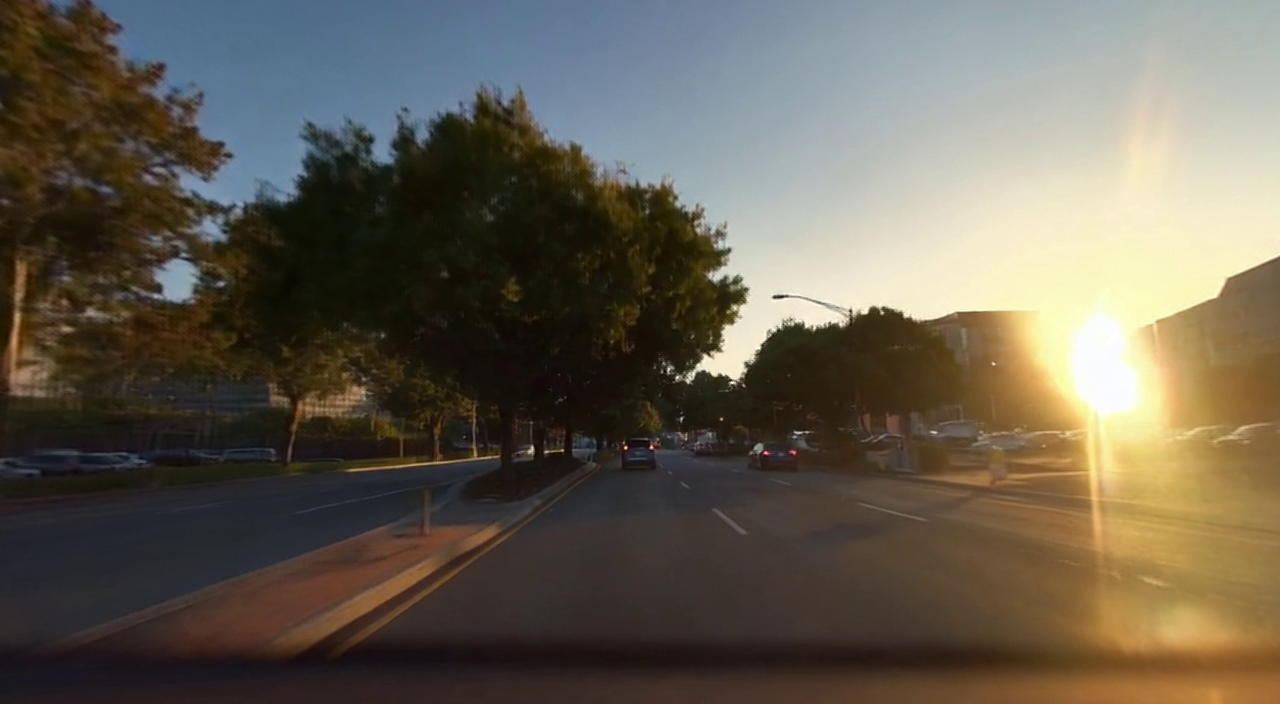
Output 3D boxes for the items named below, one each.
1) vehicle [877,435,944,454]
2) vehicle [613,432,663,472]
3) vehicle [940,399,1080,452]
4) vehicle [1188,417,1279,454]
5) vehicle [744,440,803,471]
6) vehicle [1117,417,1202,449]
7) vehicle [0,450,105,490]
[{"bbox_3d":[20.938,7.147,49.003,4.249,1.420,2.039,0,-8,-1],"label":"vehicle"},{"bbox_3d":[-0.160,4.875,30.870,2.227,1.794,4.457,0,-8,-2],"label":"vehicle"},{"bbox_3d":[23.977,4.812,41.202,7.258,3.283,2.680,0,-8,0],"label":"vehicle"},{"bbox_3d":[30.031,4.149,31.215,2.138,1.531,4.436,-3,-11,6],"label":"vehicle"},{"bbox_3d":[7.004,5.477,33.652,2.029,1.548,4.422,0,-8,-2],"label":"vehicle"},{"bbox_3d":[36.664,5.758,44.793,2.004,2.133,4.736,0,-8,2],"label":"vehicle"},{"bbox_3d":[-26.980,5.202,28.037,4.541,1.676,2.063,0,-8,0],"label":"vehicle"}]
